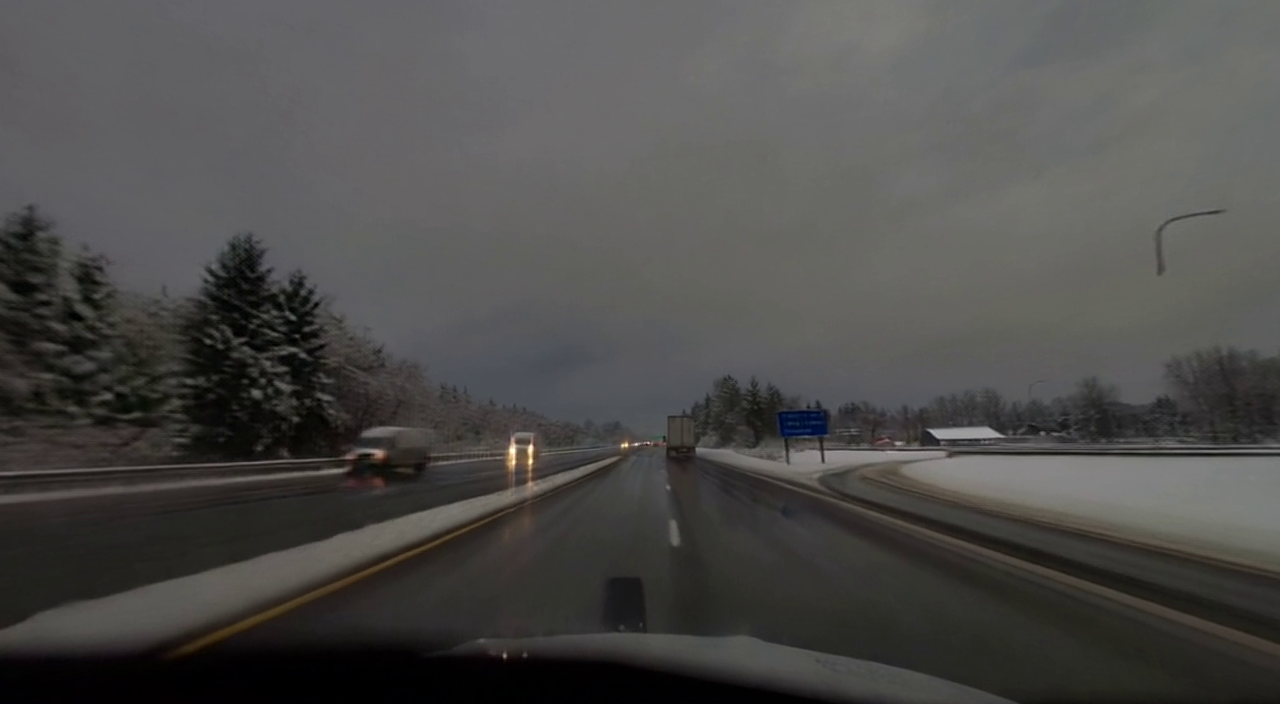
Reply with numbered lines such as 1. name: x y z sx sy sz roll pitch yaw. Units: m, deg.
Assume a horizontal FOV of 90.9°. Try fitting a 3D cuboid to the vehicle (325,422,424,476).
1. vehicle: -13.424 4.998 32.426 2.317 2.481 5.878 -1 -9 3
